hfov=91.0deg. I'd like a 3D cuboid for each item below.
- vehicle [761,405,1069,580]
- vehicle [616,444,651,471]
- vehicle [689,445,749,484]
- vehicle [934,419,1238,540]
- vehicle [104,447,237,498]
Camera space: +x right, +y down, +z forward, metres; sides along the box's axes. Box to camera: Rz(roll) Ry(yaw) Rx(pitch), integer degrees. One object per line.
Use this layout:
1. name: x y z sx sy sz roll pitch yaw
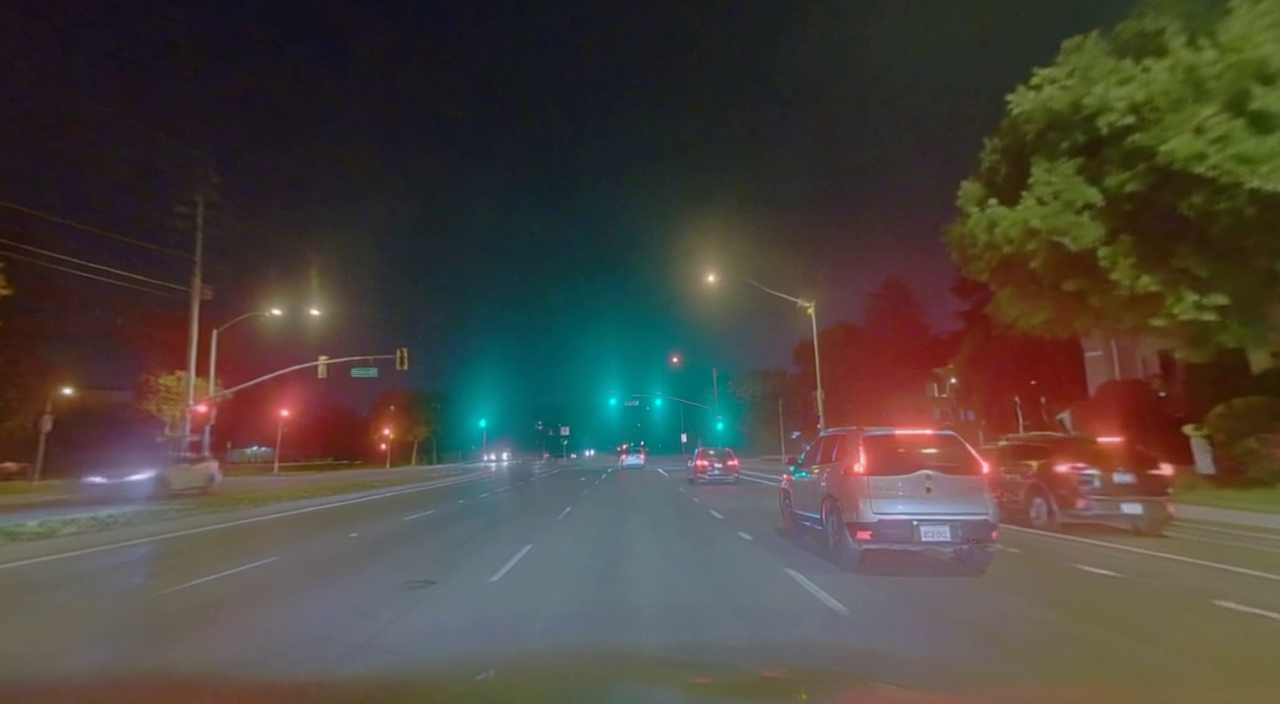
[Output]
1. vehicle: 3.243 1.771 8.763 2.129 1.761 4.610 0 -9 -1
2. vehicle: -0.467 6.844 41.070 2.146 1.685 4.003 0 -9 -1
3. vehicle: 3.141 4.554 25.738 1.889 1.451 4.180 0 -9 0
4. vehicle: 7.635 2.223 11.591 2.172 1.745 4.608 0 -9 0
5. vehicle: -18.844 4.817 25.587 2.071 1.746 4.444 -3 -9 -1
